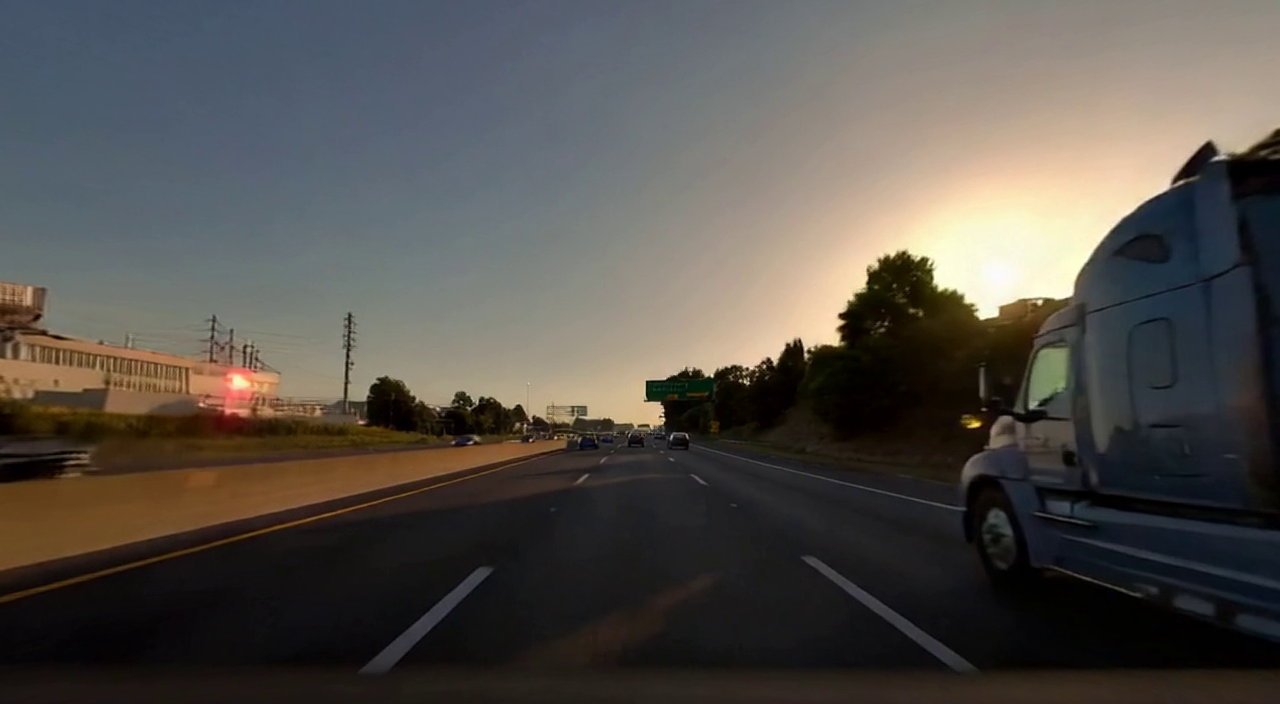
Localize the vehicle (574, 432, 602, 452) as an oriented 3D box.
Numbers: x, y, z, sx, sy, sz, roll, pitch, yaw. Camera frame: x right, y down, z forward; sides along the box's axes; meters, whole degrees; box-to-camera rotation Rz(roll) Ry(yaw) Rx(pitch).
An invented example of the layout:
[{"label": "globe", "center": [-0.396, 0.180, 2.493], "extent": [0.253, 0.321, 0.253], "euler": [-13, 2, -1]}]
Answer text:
[{"label": "vehicle", "center": [-4.017, 6.965, 48.867], "extent": [1.930, 1.484, 3.849], "euler": [0, -8, -1]}]

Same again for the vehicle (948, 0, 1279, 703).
[{"label": "vehicle", "center": [3.834, -0.266, 1.420], "extent": [3.027, 3.796, 6.035], "euler": [0, -8, -1]}]
